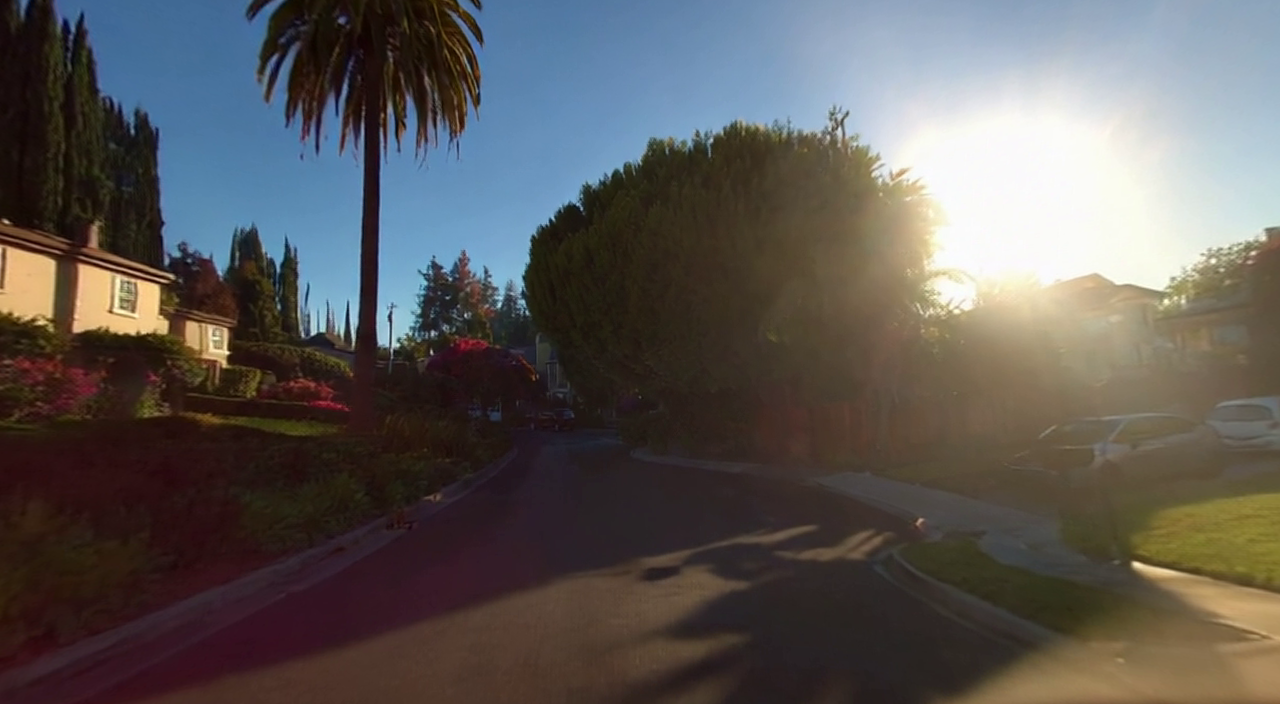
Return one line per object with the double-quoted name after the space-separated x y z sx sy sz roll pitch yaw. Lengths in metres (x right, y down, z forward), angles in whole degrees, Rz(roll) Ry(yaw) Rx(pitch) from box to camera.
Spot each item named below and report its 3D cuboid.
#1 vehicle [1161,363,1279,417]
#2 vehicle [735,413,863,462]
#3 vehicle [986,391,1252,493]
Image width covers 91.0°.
24.371 1.641 25.925 4.980 1.925 2.001 3 -9 -19 "vehicle"
7.359 3.998 29.020 5.663 1.913 2.170 6 -11 -26 "vehicle"
10.387 2.017 13.814 4.443 1.948 2.230 2 -11 -16 "vehicle"
